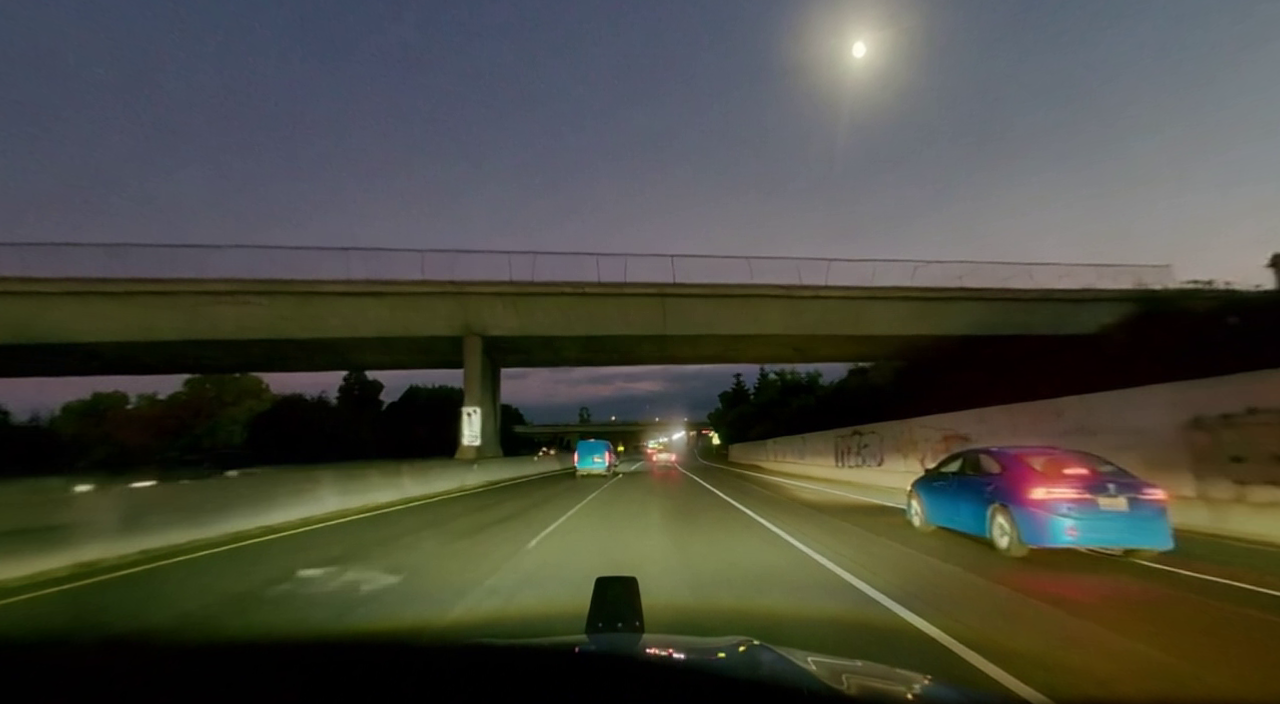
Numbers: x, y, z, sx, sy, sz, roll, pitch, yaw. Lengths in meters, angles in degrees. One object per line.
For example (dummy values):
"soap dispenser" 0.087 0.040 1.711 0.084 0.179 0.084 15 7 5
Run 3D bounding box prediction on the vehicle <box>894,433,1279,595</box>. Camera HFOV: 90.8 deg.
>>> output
"vehicle" 5.284 1.871 8.286 1.972 1.492 4.623 0 -9 0

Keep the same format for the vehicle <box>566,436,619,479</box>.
"vehicle" -2.359 5.475 33.045 2.310 2.030 5.094 0 -9 1

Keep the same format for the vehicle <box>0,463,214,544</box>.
"vehicle" -12.193 3.320 14.405 1.912 1.440 4.266 0 -9 1
